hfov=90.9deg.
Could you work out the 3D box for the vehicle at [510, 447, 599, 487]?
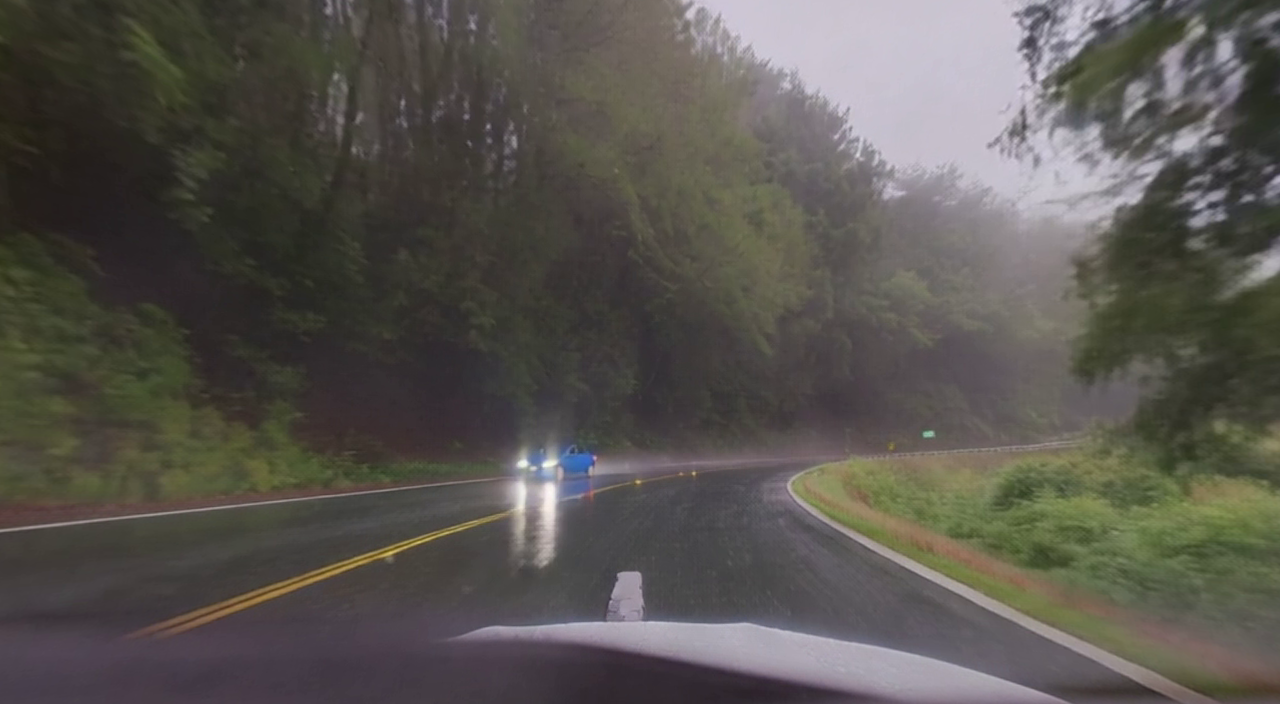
[{"bbox_3d":[-3.488,4.826,26.874,2.111,1.509,4.823,-2,-9,14],"label":"vehicle"}]
